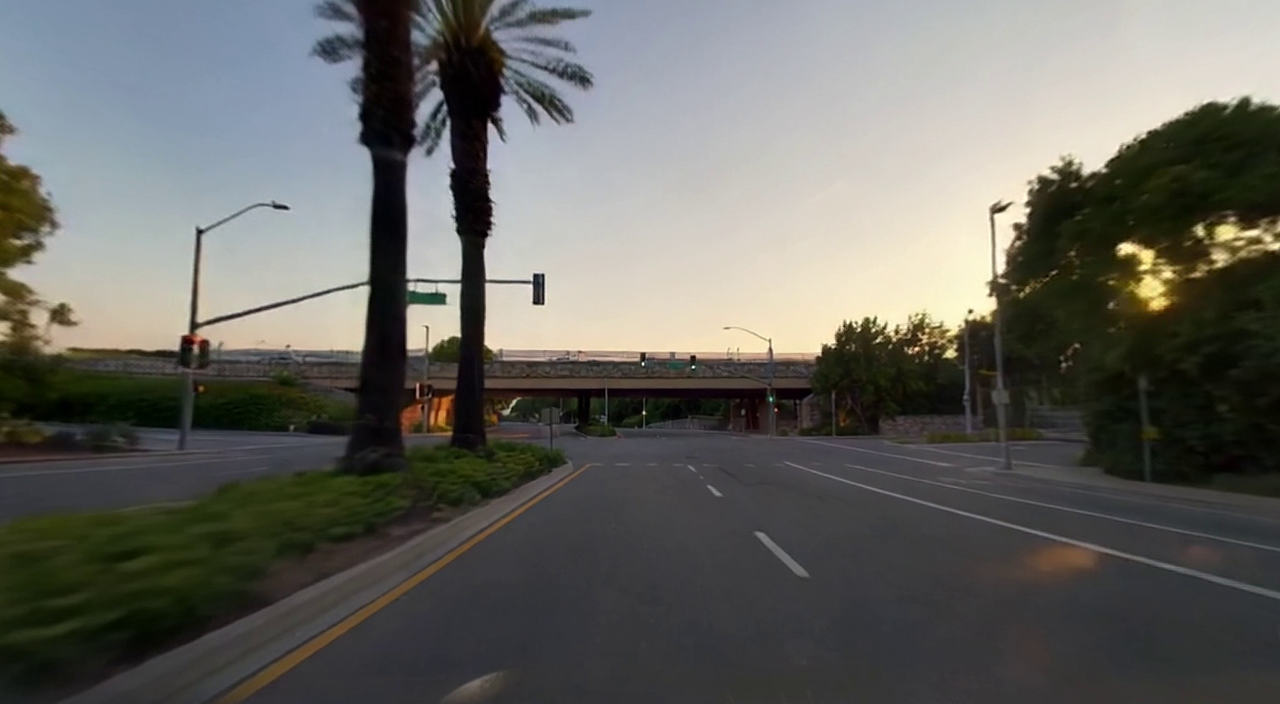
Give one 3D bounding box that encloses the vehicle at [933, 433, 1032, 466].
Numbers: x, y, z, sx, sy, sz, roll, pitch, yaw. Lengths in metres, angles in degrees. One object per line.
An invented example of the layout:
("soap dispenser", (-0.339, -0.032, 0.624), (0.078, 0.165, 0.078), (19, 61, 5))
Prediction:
("vehicle", (15.978, 4.526, 29.362), (4.556, 1.436, 1.982), (5, -10, -32))
